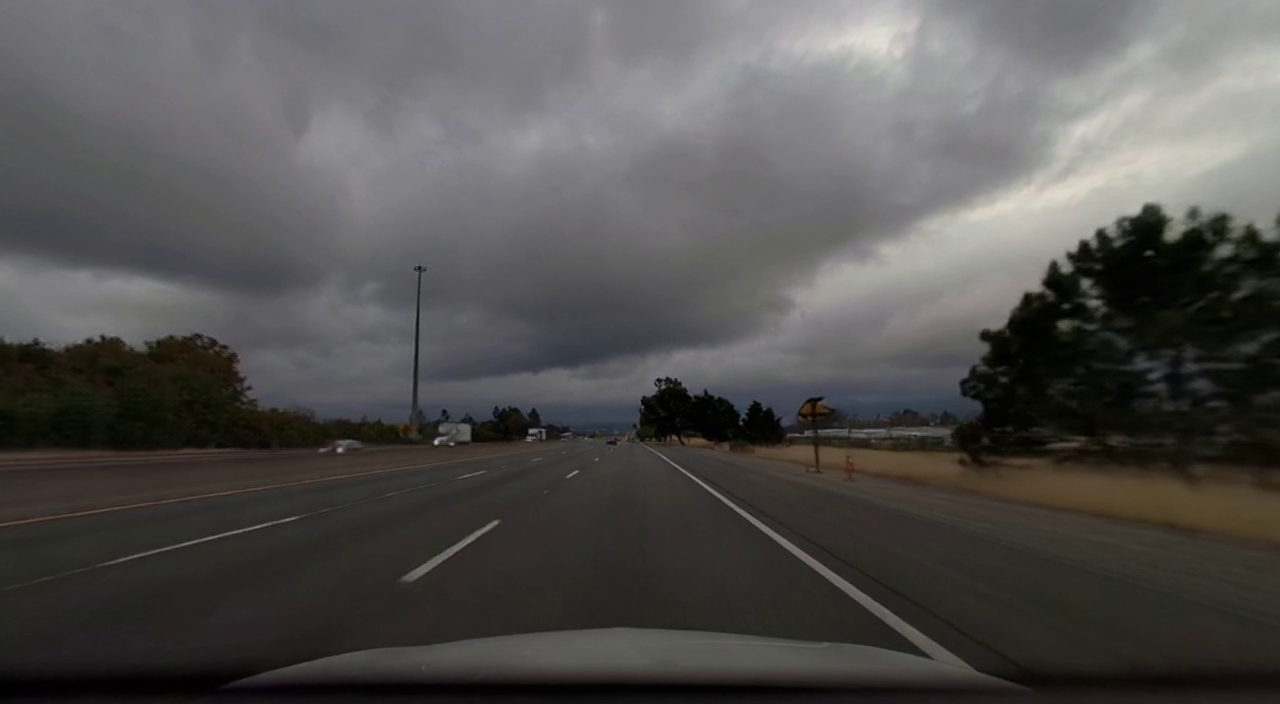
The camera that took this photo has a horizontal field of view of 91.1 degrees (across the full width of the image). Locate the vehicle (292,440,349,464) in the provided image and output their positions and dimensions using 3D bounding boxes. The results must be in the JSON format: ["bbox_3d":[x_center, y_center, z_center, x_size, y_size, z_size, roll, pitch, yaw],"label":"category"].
[{"bbox_3d":[-20.900,6.518,41.252,1.743,1.499,3.723,0,-8,0],"label":"vehicle"}]
